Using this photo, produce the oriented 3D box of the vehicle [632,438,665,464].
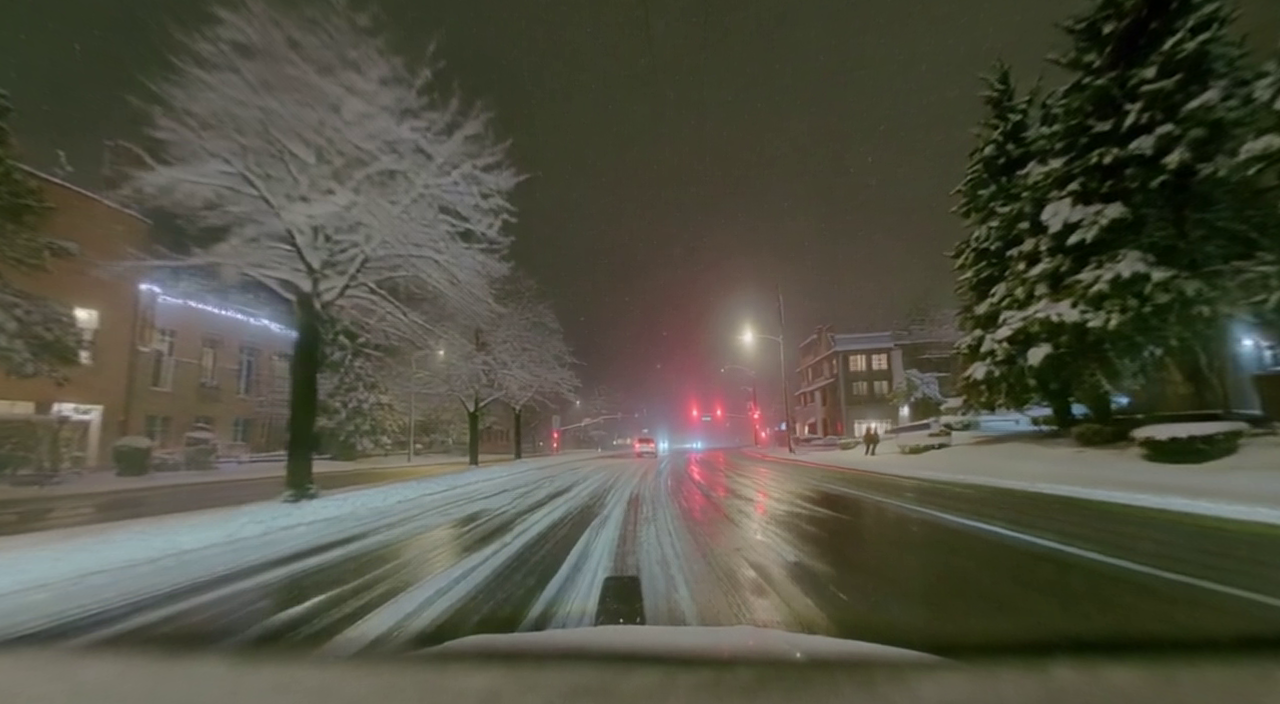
[{"bbox_3d":[0.607,6.357,40.719,2.037,1.568,3.693,0,-8,2],"label":"vehicle"}]
